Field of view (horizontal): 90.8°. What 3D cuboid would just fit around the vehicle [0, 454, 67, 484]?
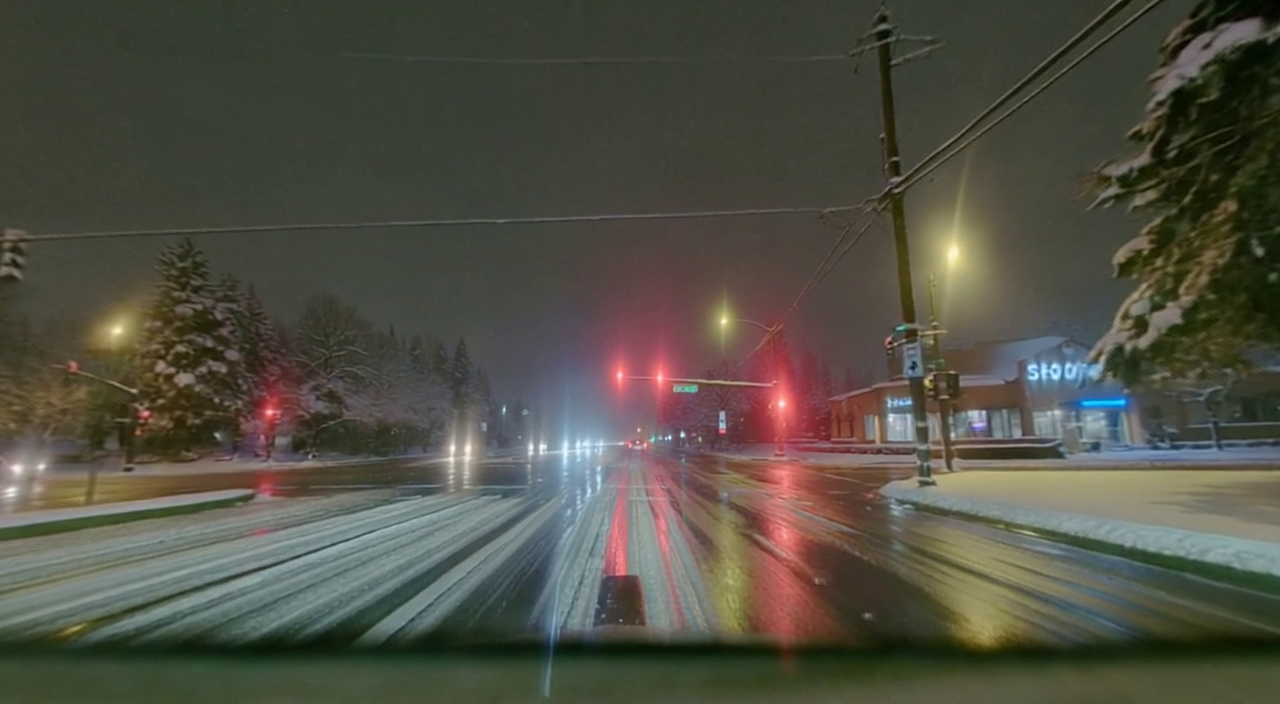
[{"bbox_3d":[-33.500,6.166,33.408,4.500,1.465,1.936,0,-8,1],"label":"vehicle"}]
